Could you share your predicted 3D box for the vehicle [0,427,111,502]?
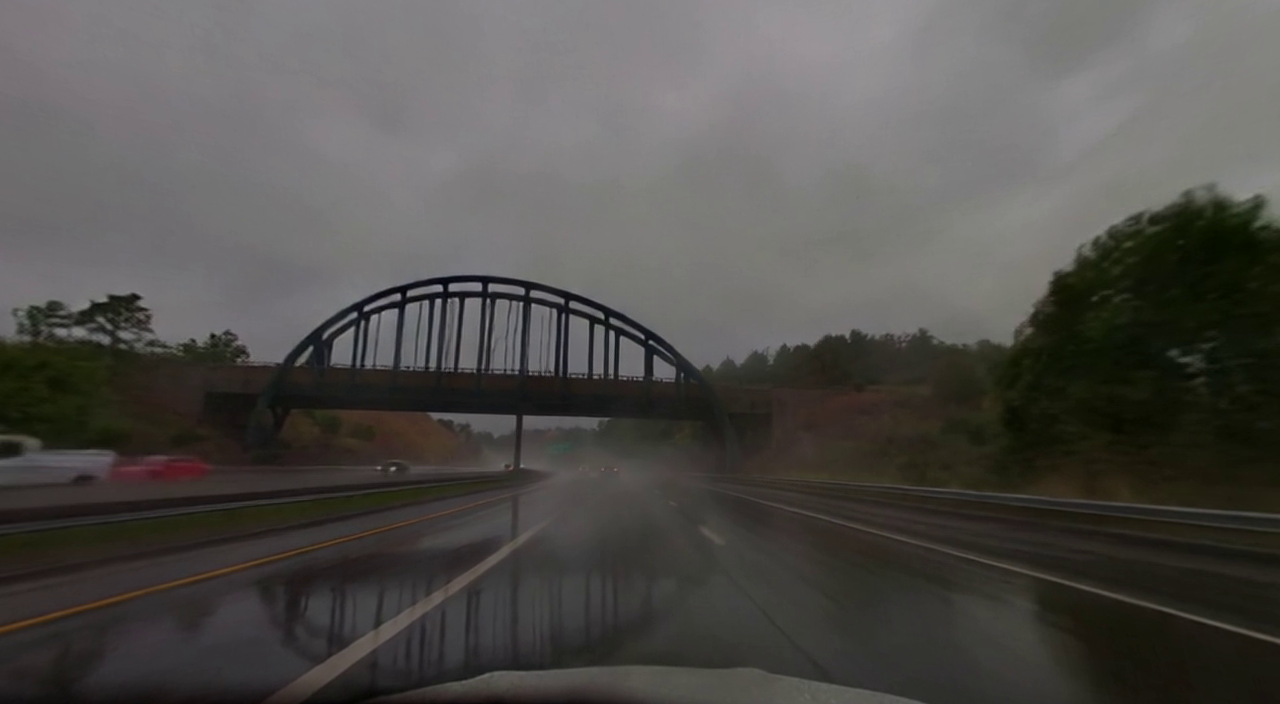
[{"bbox_3d":[-16.386,2.785,15.597,2.078,1.771,5.233,1,-10,-1],"label":"vehicle"}]
